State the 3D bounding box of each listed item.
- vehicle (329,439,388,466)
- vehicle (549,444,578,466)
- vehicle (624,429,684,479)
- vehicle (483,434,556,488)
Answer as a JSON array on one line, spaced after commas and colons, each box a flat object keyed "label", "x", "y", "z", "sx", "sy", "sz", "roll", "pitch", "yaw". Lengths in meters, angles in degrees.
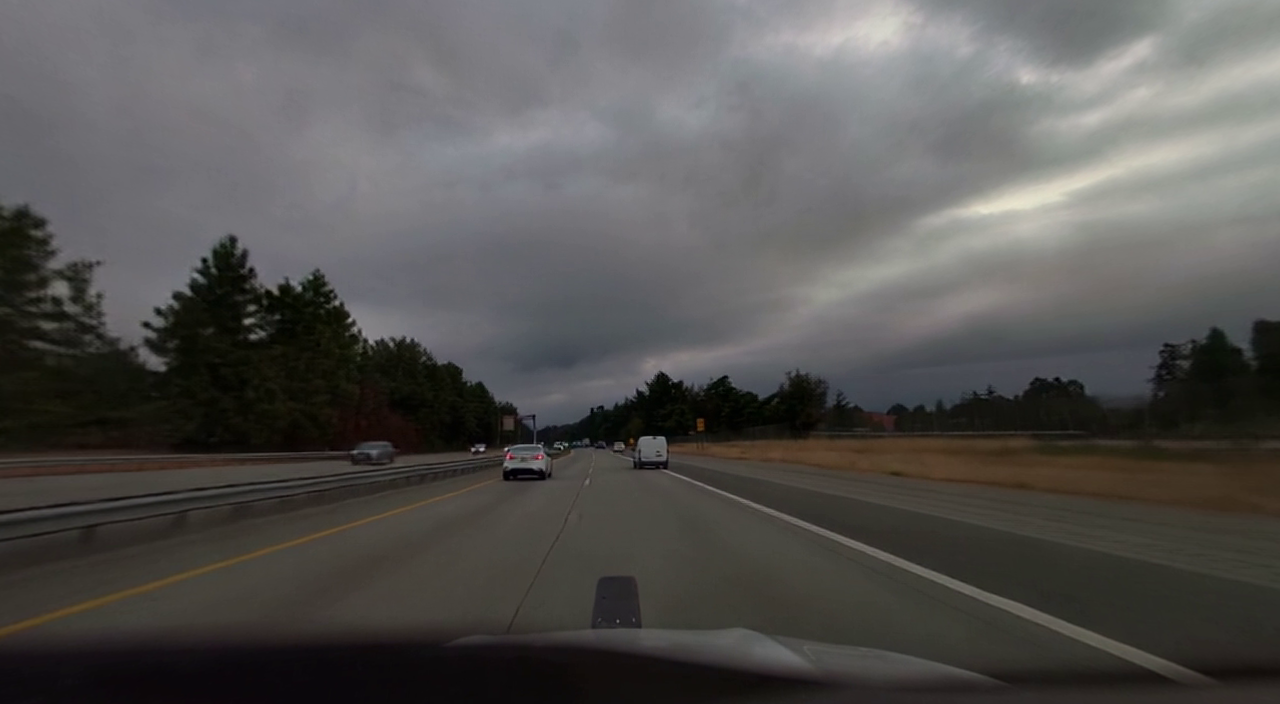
[{"label": "vehicle", "x": -18.034, "y": 6.483, "z": 40.413, "sx": 1.983, "sy": 1.629, "sz": 4.235, "roll": 0, "pitch": -9, "yaw": -3}, {"label": "vehicle", "x": -5.513, "y": 7.519, "z": 45.798, "sx": 1.809, "sy": 1.510, "sz": 4.235, "roll": 0, "pitch": -9, "yaw": -3}, {"label": "vehicle", "x": 0.503, "y": 4.397, "z": 27.061, "sx": 2.179, "sy": 1.930, "sz": 4.538, "roll": 0, "pitch": -9, "yaw": -4}, {"label": "vehicle", "x": -4.189, "y": 3.878, "z": 22.530, "sx": 1.963, "sy": 1.711, "sz": 4.284, "roll": 0, "pitch": -9, "yaw": -3}]
